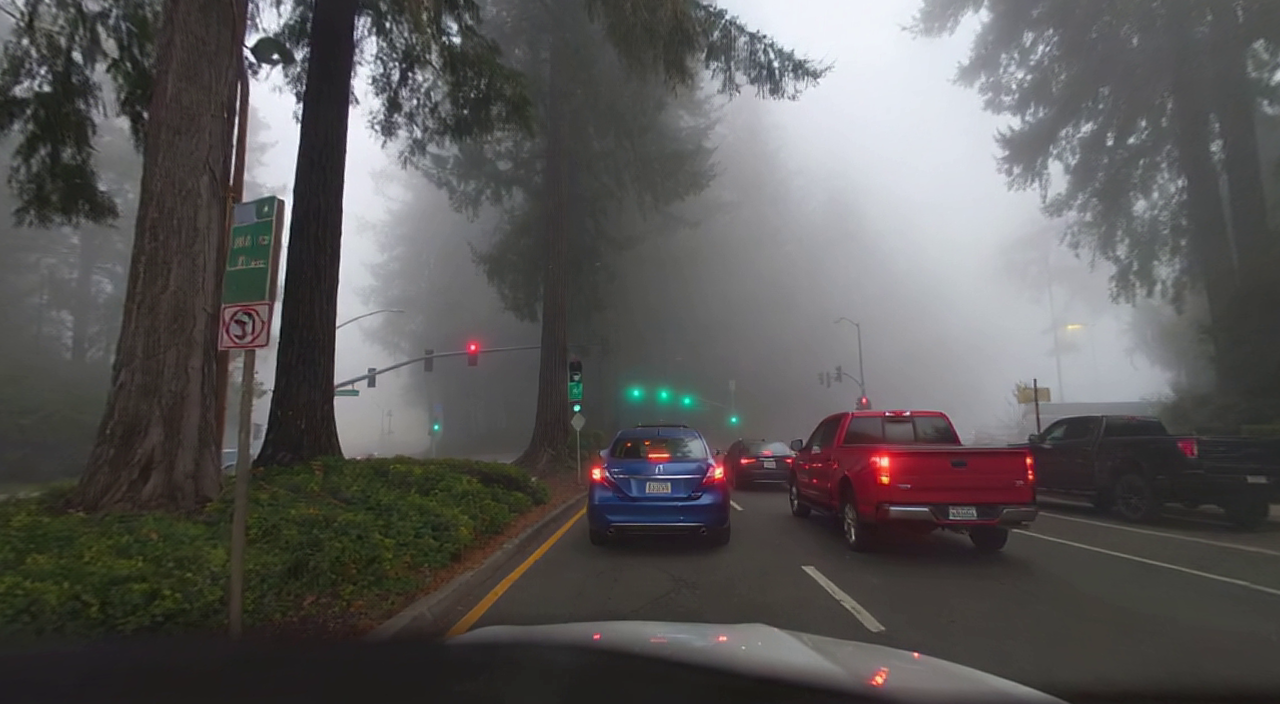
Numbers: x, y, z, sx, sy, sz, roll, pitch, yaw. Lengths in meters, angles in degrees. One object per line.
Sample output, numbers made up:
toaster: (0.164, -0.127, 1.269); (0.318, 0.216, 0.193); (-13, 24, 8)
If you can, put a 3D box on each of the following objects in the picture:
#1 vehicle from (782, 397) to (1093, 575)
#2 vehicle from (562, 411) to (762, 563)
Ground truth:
vehicle: (3.390, 1.625, 8.371); (2.099, 1.725, 4.290); (0, -8, 2)
vehicle: (0.249, 1.773, 8.972); (2.168, 1.641, 4.039); (0, -8, 0)
